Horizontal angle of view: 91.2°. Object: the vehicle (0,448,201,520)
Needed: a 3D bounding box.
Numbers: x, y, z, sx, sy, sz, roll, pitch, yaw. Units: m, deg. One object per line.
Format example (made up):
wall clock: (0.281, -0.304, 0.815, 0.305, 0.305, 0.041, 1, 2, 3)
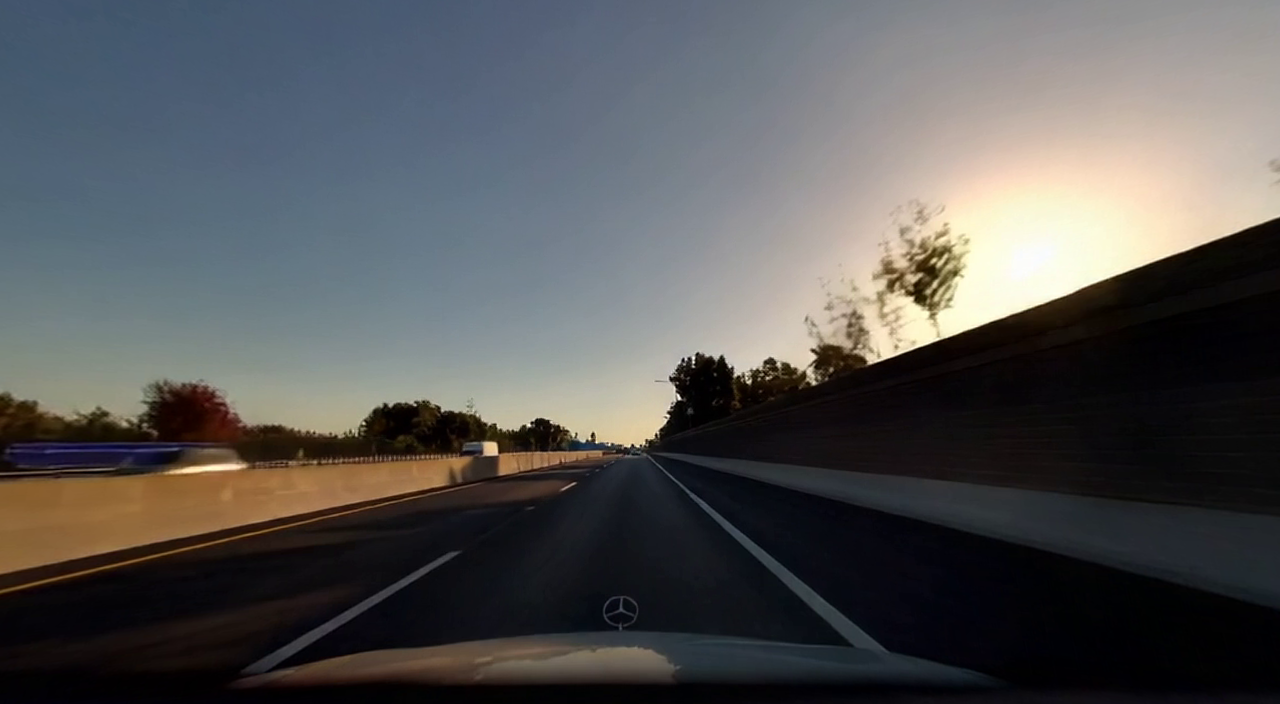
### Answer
vehicle: (-13.291, 3.192, 15.625, 1.833, 1.537, 3.864, 0, -9, 0)
